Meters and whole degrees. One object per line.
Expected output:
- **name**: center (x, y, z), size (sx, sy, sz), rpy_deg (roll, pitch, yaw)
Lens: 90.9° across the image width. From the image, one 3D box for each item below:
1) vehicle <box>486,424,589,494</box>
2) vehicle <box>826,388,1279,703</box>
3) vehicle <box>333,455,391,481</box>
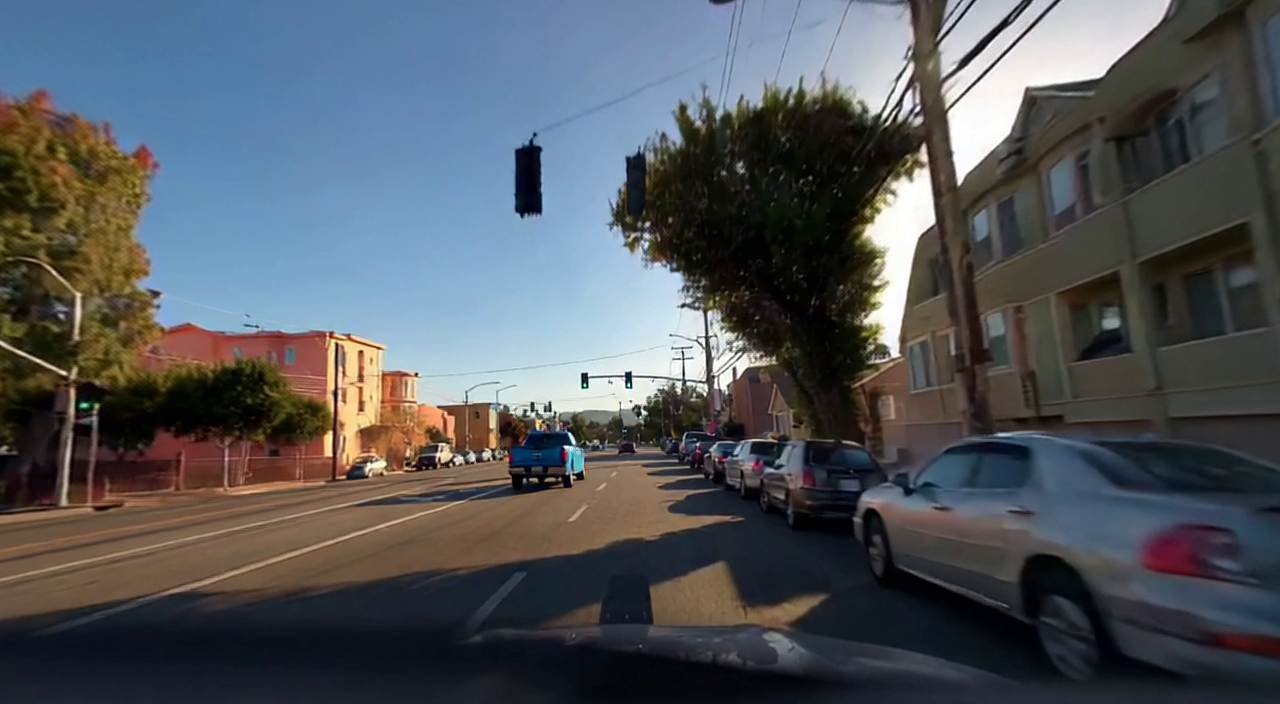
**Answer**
- **vehicle**: center (-3.020, 3.344, 19.936), size (2.242, 1.890, 5.306), rpy_deg (0, -9, 1)
- **vehicle**: center (2.965, 1.227, 4.500), size (1.927, 1.513, 4.617), rpy_deg (0, -9, 1)
- **vehicle**: center (-18.584, 7.777, 42.385), size (1.908, 1.614, 4.092), rpy_deg (0, -9, 2)
